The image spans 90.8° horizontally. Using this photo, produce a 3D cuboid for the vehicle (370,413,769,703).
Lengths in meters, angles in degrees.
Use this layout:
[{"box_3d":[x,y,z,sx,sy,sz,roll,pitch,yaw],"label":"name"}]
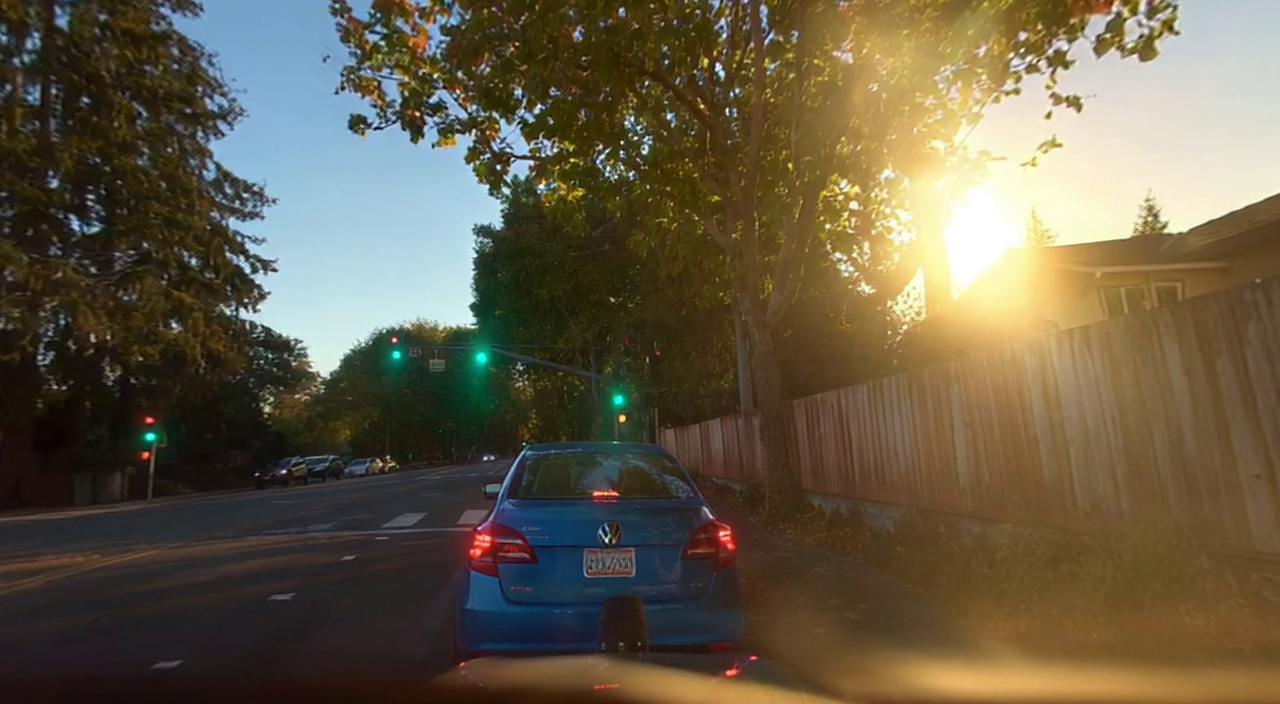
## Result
[{"box_3d":[-0.588,1.349,5.134,2.024,1.502,3.702,1,-9,-8],"label":"vehicle"}]
